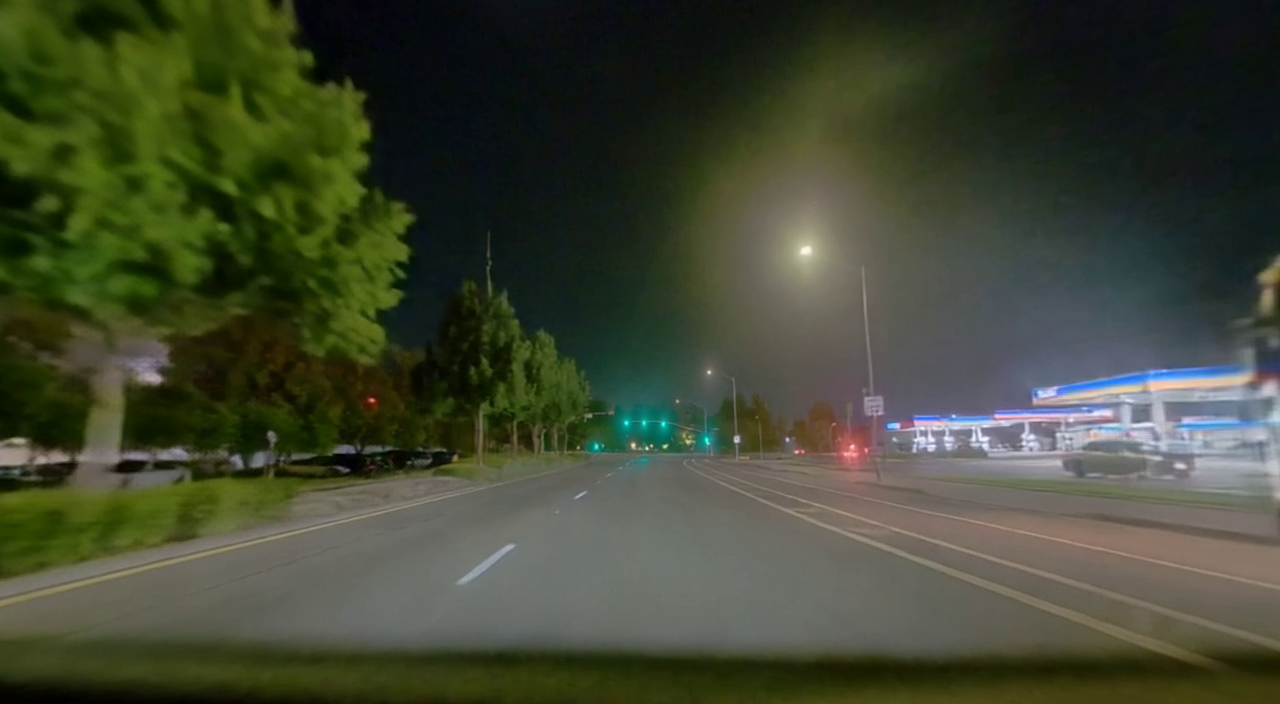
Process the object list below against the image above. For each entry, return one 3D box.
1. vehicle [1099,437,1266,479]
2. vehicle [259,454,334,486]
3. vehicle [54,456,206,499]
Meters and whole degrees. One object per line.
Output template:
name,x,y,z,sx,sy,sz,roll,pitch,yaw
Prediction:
vehicle,19.468,3.816,22.775,4.238,1.432,1.910,0,-9,0
vehicle,-25.100,8.605,46.118,4.386,2.004,1.991,-4,-9,-2
vehicle,-21.419,5.245,26.792,2.114,1.602,4.824,-1,-9,6
